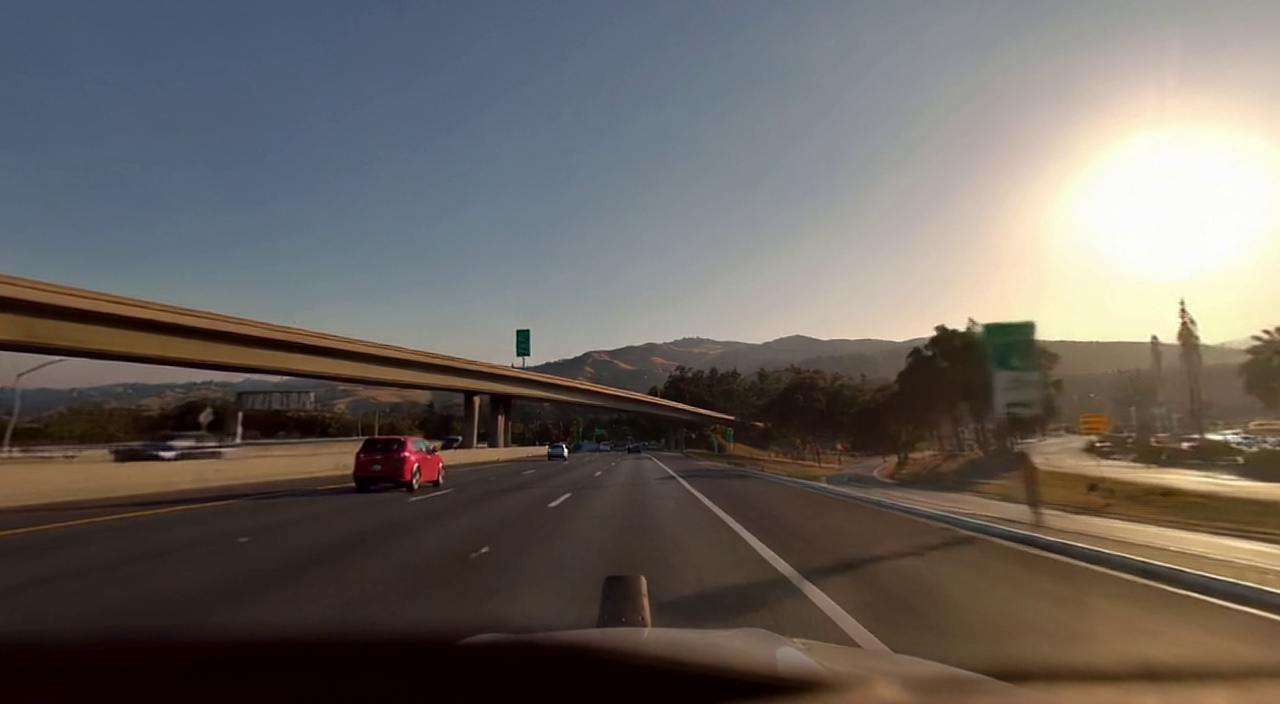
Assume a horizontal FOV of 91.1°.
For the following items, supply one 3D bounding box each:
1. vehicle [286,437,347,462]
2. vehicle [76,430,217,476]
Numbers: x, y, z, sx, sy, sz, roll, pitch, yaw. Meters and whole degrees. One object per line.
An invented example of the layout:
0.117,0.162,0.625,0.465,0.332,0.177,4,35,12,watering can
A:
-23.357,7.071,45.517,1.975,1.727,4.439,0,-8,1,vehicle
-20.328,4.185,26.191,2.189,1.709,4.513,0,-8,-1,vehicle
